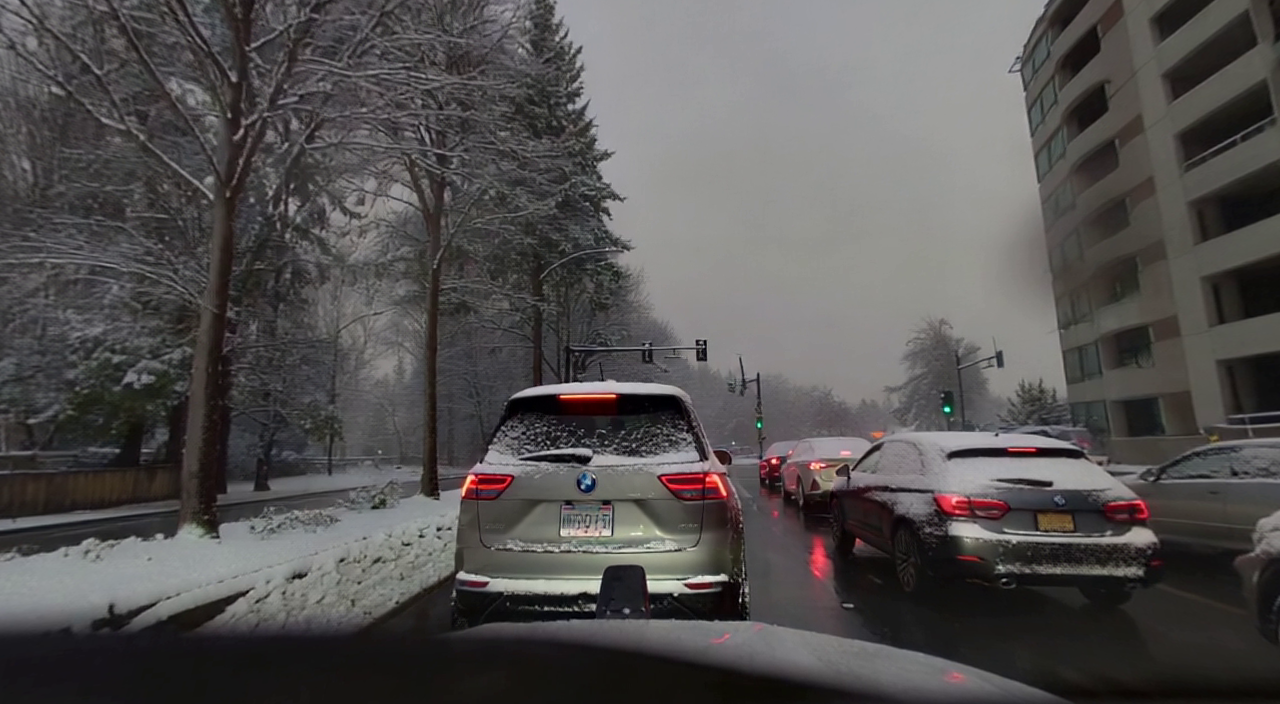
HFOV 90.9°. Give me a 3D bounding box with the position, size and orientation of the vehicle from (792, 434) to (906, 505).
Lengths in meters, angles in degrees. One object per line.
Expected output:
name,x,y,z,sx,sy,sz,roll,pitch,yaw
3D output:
vehicle,5.336,3.032,16.714,1.994,1.638,4.100,-1,-9,6

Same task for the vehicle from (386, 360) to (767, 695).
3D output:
vehicle,-0.209,1.232,5.555,2.021,1.742,4.295,-1,-8,4

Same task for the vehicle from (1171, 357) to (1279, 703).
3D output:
vehicle,4.062,0.601,1.102,1.993,1.719,4.953,0,-8,1

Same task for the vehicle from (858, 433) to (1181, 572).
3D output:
vehicle,4.902,1.968,9.158,1.963,1.480,4.553,0,-8,2
